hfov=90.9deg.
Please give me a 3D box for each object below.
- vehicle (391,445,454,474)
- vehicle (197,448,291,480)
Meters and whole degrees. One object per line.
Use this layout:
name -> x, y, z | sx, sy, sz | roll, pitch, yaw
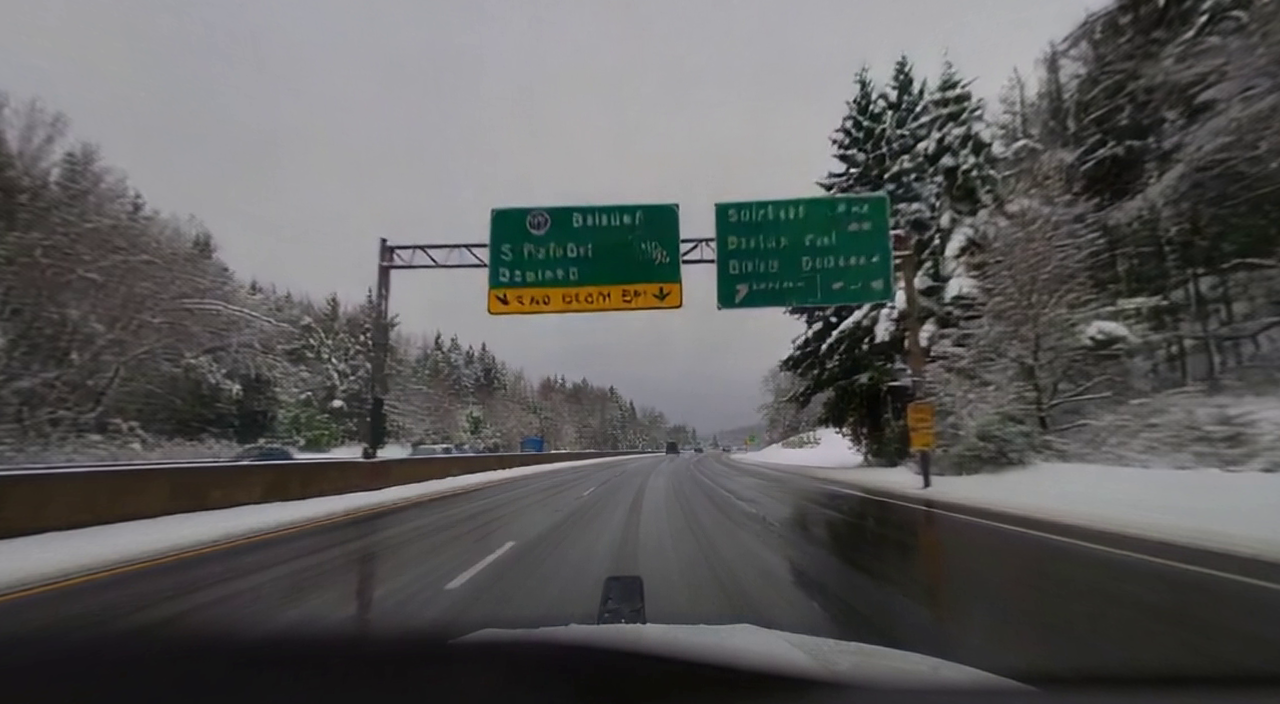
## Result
vehicle -> -13.258, 6.582, 38.742 | 1.990, 1.617, 4.839 | 0, -9, 2
vehicle -> -21.286, 6.015, 34.134 | 2.040, 1.616, 4.603 | 0, -9, 1
